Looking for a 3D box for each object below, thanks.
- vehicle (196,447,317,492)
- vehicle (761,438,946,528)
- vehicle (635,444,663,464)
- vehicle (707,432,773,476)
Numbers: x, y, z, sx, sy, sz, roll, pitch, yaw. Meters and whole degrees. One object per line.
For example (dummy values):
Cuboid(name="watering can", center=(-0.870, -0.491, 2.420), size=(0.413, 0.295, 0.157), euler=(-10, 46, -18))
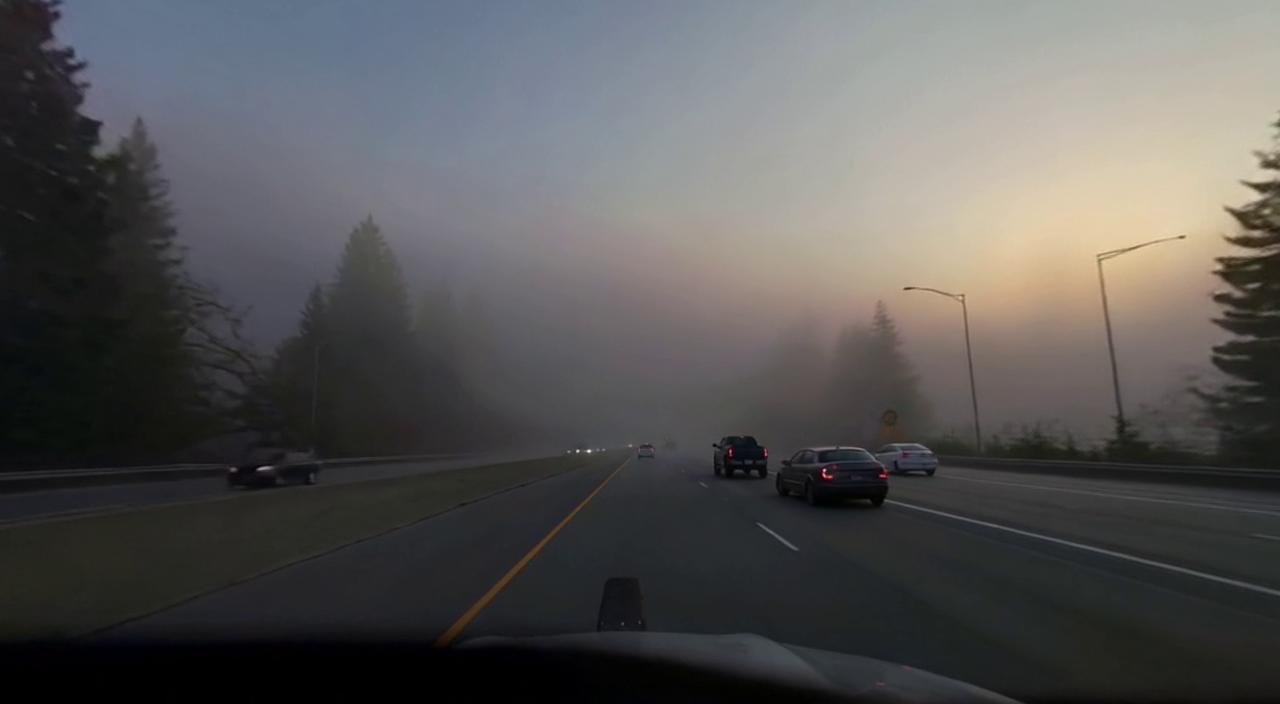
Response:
Cuboid(name="vehicle", center=(-15.213, 4.639, 25.244), size=(2.012, 1.624, 4.428), euler=(0, -8, 1))
Cuboid(name="vehicle", center=(3.969, 2.499, 12.723), size=(1.904, 1.453, 4.789), euler=(0, -8, -2))
Cuboid(name="vehicle", center=(0.639, 7.832, 48.471), size=(2.052, 1.472, 4.295), euler=(0, -8, 0))
Cuboid(name="vehicle", center=(4.691, 4.888, 30.350), size=(2.206, 1.902, 5.460), euler=(0, -8, -1))
